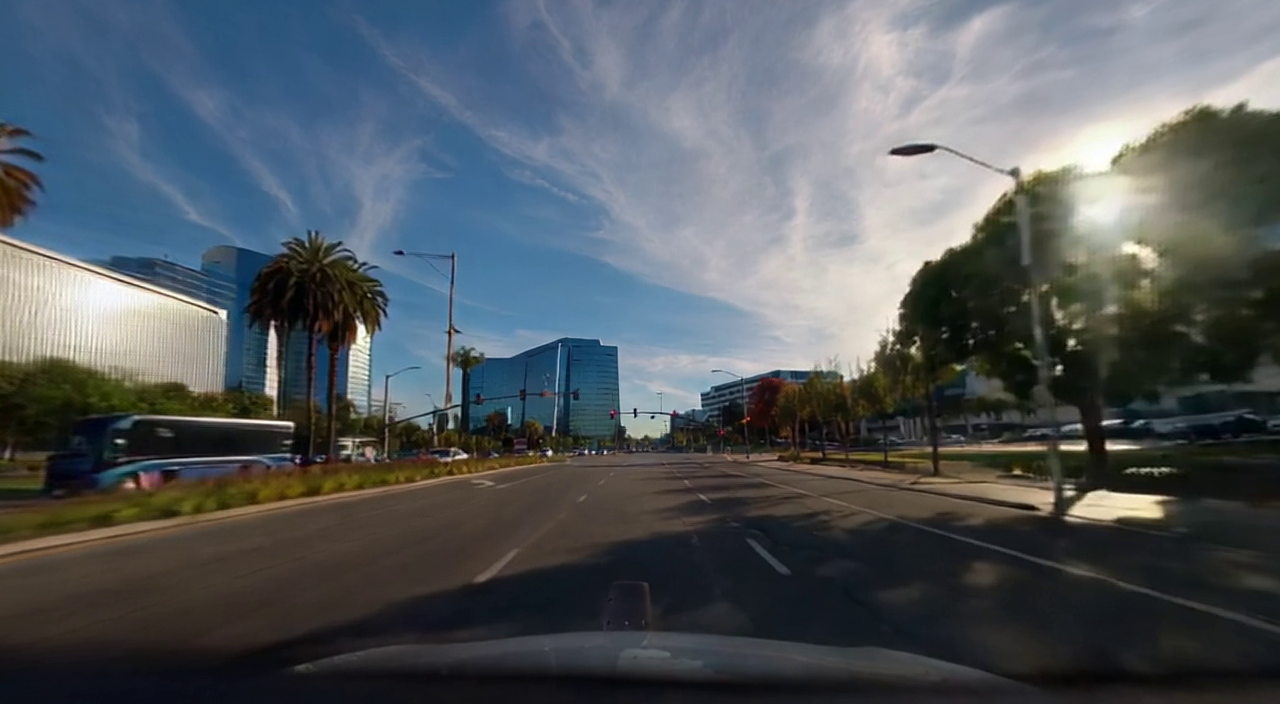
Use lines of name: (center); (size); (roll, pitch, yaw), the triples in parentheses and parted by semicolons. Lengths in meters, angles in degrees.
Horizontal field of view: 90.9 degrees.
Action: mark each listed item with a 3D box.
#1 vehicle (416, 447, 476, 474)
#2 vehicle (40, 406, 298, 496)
vehicle: (-11.497, 6.446, 37.718); (1.968, 1.486, 4.707); (0, -8, 2)
vehicle: (-21.423, 4.707, 30.432); (3.013, 3.417, 12.442); (0, -8, -1)
